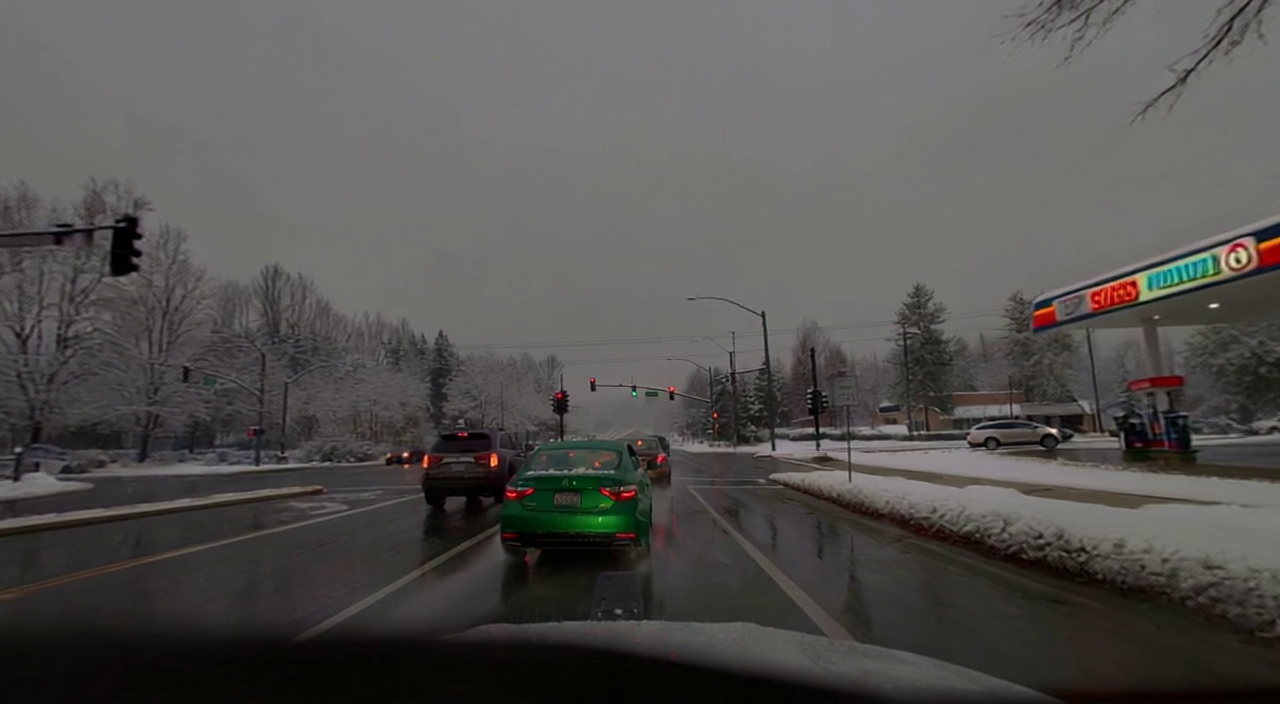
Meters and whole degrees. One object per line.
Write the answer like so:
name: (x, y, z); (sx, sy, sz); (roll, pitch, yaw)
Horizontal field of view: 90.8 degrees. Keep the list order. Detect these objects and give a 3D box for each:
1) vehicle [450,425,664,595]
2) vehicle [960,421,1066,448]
vehicle: (-0.669, 1.751, 7.962); (1.916, 1.510, 4.447); (0, -8, 2)
vehicle: (21.802, 4.861, 37.044); (4.874, 1.502, 2.048); (0, -8, 1)
